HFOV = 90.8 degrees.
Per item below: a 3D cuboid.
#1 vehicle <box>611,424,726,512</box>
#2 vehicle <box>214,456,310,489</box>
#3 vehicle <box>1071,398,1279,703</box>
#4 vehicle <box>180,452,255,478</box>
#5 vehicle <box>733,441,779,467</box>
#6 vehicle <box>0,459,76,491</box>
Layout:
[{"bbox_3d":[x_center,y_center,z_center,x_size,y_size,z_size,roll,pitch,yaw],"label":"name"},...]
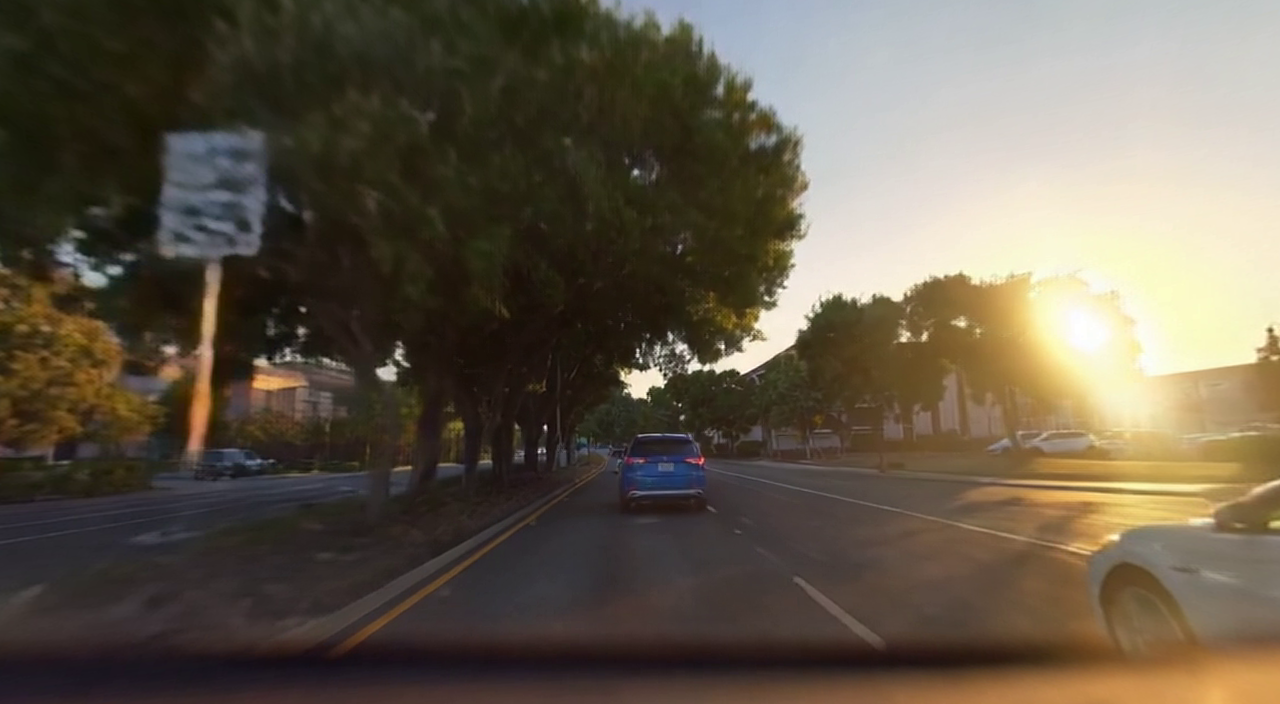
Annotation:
[{"bbox_3d":[0.463,2.587,14.559,2.239,1.693,4.301,0,-8,-3],"label":"vehicle"},{"bbox_3d":[-19.441,6.188,32.776,1.848,1.460,4.641,-1,-8,4],"label":"vehicle"},{"bbox_3d":[3.756,0.790,1.723,1.941,1.472,4.570,0,-8,0],"label":"vehicle"},{"bbox_3d":[-29.387,7.822,44.071,2.288,1.552,4.195,-1,-8,1],"label":"vehicle"},{"bbox_3d":[6.979,6.152,38.426,1.930,1.457,4.267,0,-8,-2],"label":"vehicle"},{"bbox_3d":[-31.367,6.206,32.122,1.765,1.417,3.827,0,-8,0],"label":"vehicle"}]
